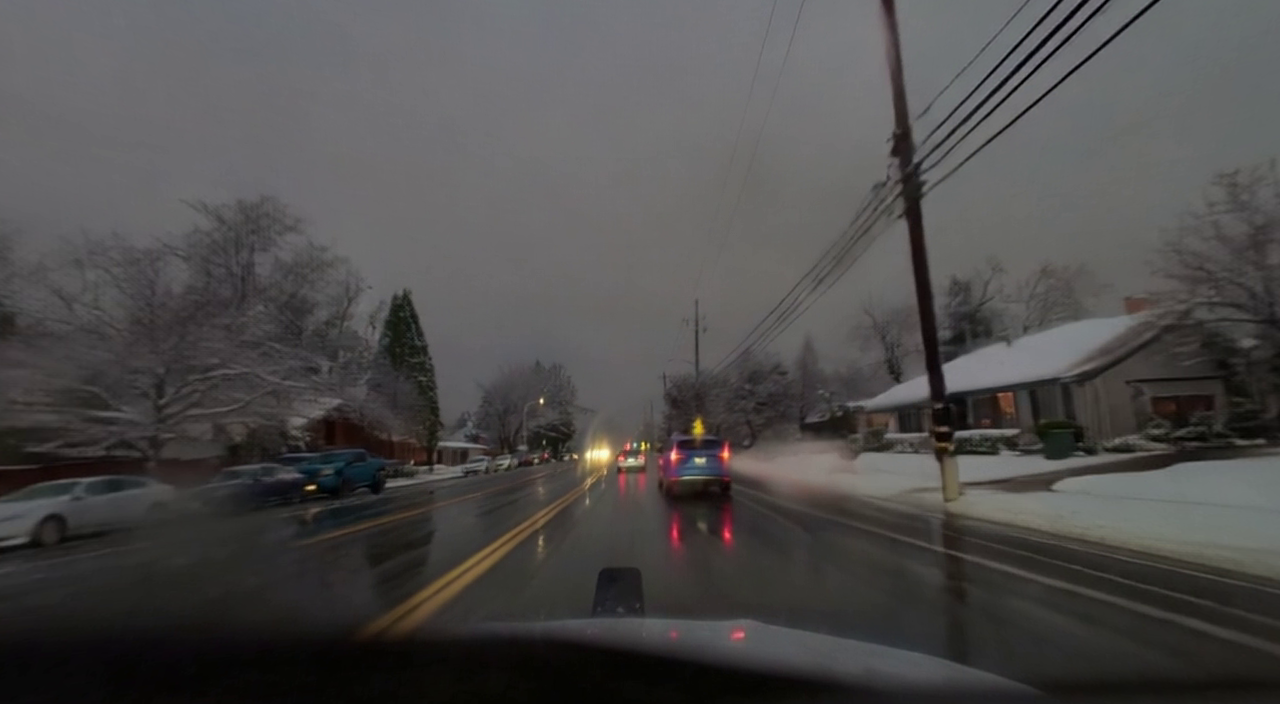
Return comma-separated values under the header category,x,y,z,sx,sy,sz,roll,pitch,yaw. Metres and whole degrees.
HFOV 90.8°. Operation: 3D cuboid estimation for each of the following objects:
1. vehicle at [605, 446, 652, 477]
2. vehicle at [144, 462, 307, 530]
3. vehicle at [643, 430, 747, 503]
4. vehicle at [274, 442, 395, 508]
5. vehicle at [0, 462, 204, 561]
category,x,y,z,sx,sy,sz,roll,pitch,yaw
vehicle,-0.578,5.456,31.777,2.196,1.449,4.006,0,-8,-1
vehicle,-12.219,4.222,19.087,1.897,1.498,4.628,-4,-8,0
vehicle,1.344,3.129,17.725,2.200,1.763,4.676,0,-9,-4
vehicle,-12.299,4.920,25.932,2.504,2.031,5.237,-8,-7,-4
vehicle,-12.172,3.429,13.917,2.044,1.534,4.554,-7,-8,-3
